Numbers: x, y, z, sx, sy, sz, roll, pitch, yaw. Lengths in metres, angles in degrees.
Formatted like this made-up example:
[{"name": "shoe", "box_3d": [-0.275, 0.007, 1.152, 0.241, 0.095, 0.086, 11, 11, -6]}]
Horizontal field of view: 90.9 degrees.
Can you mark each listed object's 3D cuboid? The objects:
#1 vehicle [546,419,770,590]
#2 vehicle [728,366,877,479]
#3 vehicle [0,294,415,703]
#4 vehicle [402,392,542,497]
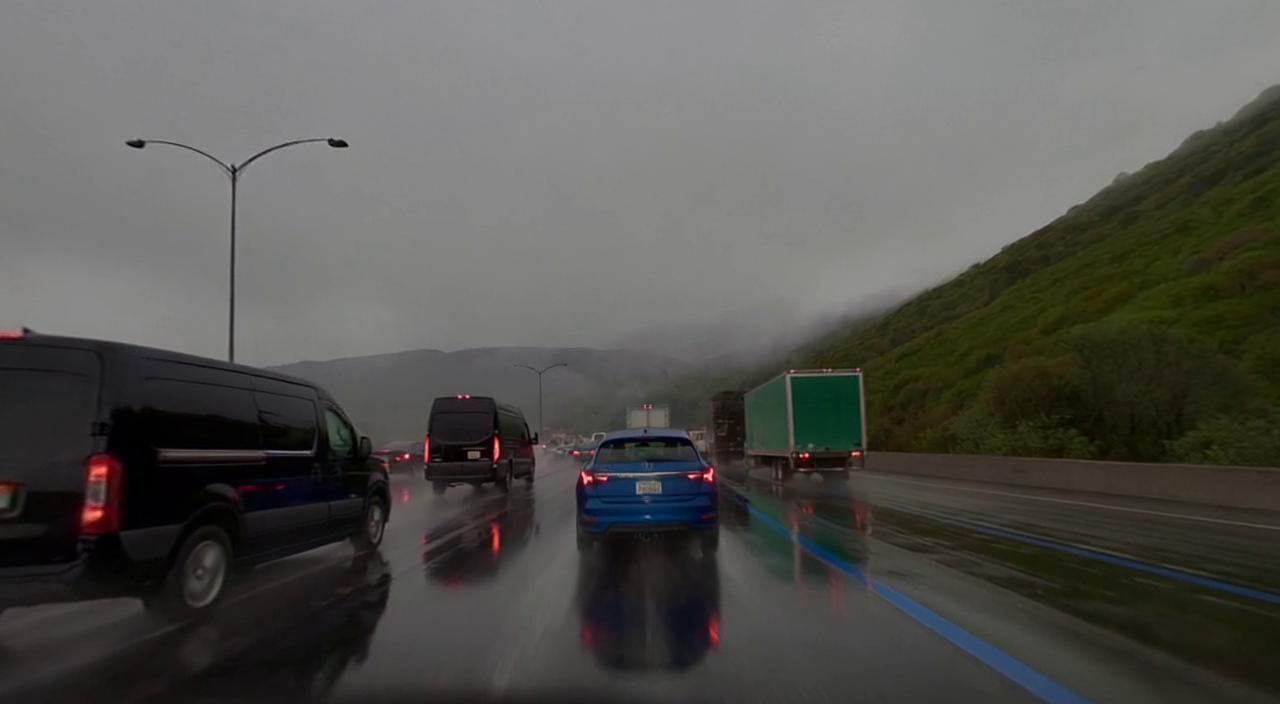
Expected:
[{"name": "vehicle", "box_3d": [0.110, 1.656, 7.674, 2.003, 1.499, 3.930, 0, -8, -2]}, {"name": "vehicle", "box_3d": [6.402, 3.227, 27.420, 2.977, 3.878, 11.111, 0, -8, -3]}, {"name": "vehicle", "box_3d": [-4.233, 1.129, 5.895, 2.195, 2.086, 5.445, 0, -8, 0]}, {"name": "vehicle", "box_3d": [-4.497, 2.648, 18.098, 2.300, 2.522, 5.701, -1, -8, 1]}]
